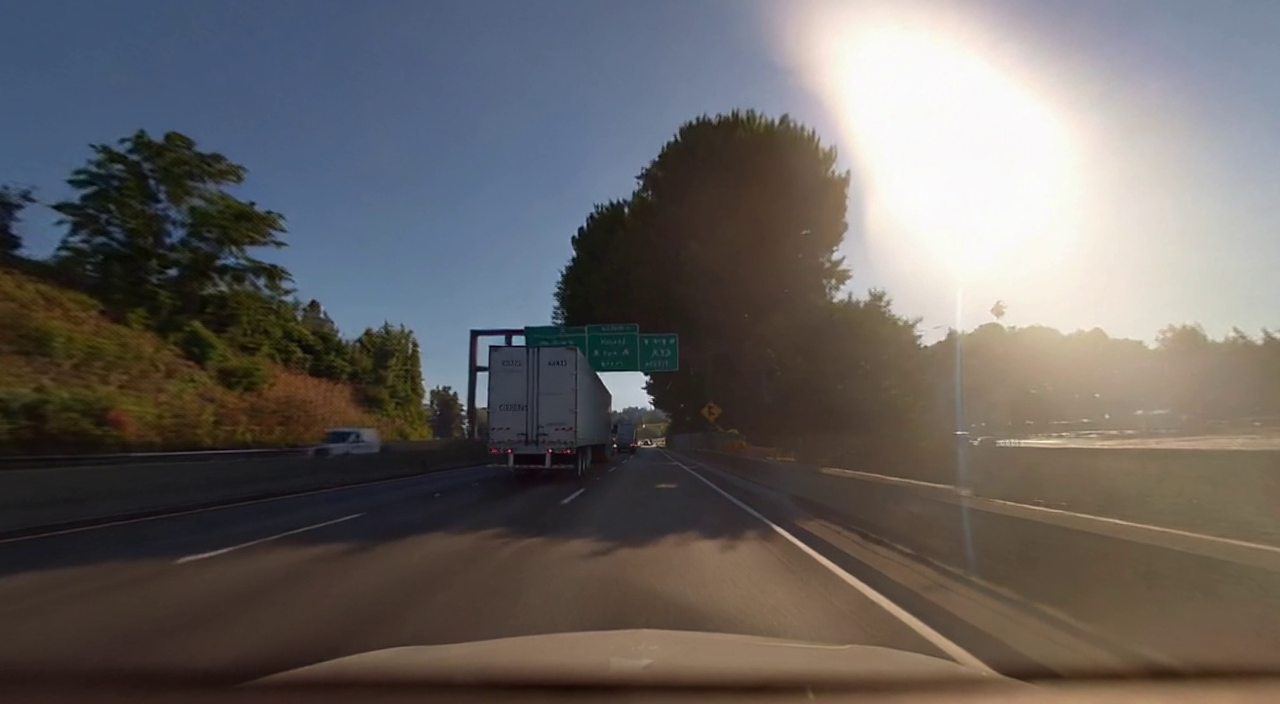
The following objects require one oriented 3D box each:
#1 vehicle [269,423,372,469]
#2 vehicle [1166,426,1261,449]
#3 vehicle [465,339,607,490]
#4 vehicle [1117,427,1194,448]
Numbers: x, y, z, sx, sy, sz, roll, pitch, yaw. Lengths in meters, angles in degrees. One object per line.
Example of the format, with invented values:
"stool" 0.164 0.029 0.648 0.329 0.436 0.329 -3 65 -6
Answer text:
"vehicle" -14.460 4.307 28.829 2.131 1.914 4.745 0 -8 1
"vehicle" 37.414 5.597 41.108 4.327 1.491 1.869 0 -8 1
"vehicle" -3.166 2.695 24.126 2.947 4.051 14.256 -1 -8 0
"vehicle" 37.567 6.247 45.880 3.971 1.532 1.788 0 -8 3
